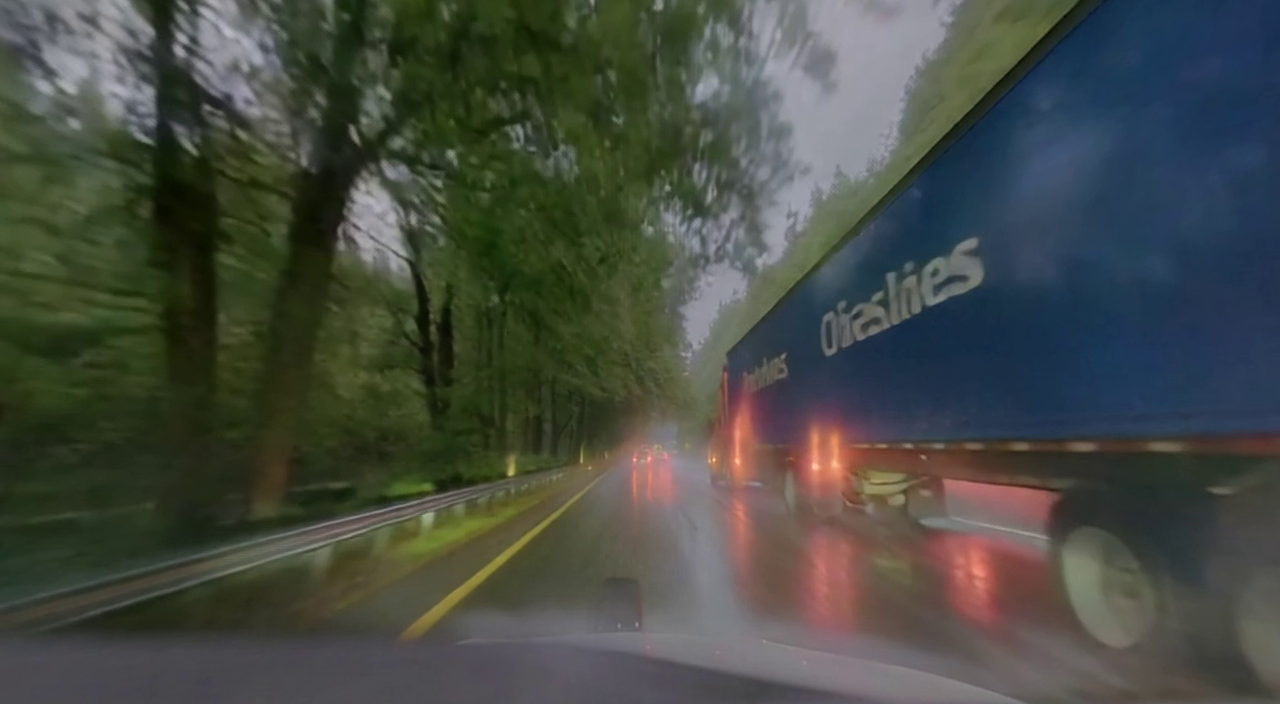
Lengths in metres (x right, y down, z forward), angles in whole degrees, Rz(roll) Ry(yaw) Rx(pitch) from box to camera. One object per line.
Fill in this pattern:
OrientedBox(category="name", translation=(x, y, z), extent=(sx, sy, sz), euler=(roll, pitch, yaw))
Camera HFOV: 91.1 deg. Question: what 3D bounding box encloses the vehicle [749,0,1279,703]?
OrientedBox(category="vehicle", translation=(3.861, 0.352, 6.810), extent=(3.440, 4.090, 11.380), euler=(-1, -9, 1))
